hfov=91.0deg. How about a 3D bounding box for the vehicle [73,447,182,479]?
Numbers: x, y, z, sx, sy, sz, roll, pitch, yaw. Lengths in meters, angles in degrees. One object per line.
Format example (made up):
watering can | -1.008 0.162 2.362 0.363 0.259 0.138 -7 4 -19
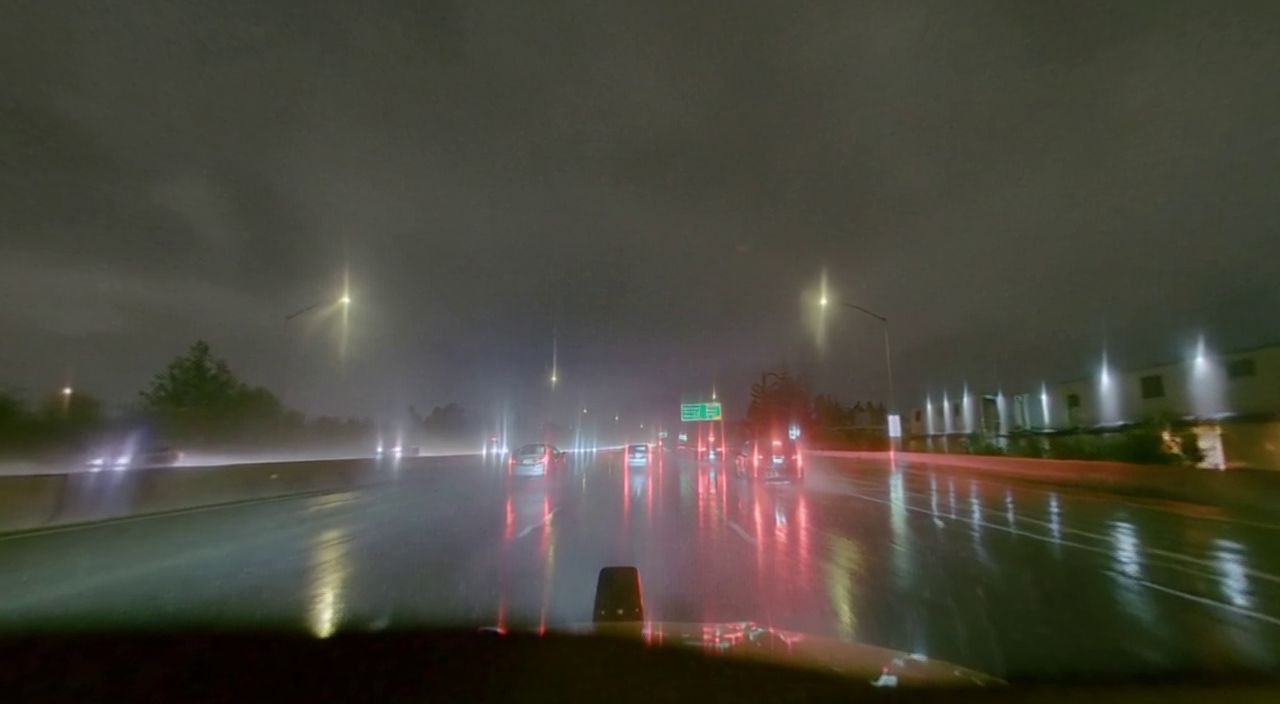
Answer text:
vehicle | -26.324 5.680 32.562 1.882 1.507 4.506 0 -9 -1

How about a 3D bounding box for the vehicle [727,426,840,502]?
vehicle | 3.648 2.945 16.898 2.045 1.768 4.249 0 -9 0

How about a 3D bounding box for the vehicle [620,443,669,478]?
vehicle | 0.226 4.967 28.980 2.071 1.478 4.130 0 -9 1

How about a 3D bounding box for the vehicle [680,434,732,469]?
vehicle | 4.226 6.576 41.775 2.802 2.151 6.579 0 -9 1

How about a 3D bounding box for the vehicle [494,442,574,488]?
vehicle | -3.675 4.018 22.740 1.996 1.488 4.451 0 -9 2

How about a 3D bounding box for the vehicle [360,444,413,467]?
vehicle | -19.285 7.892 48.081 2.033 1.684 4.440 0 -9 2
